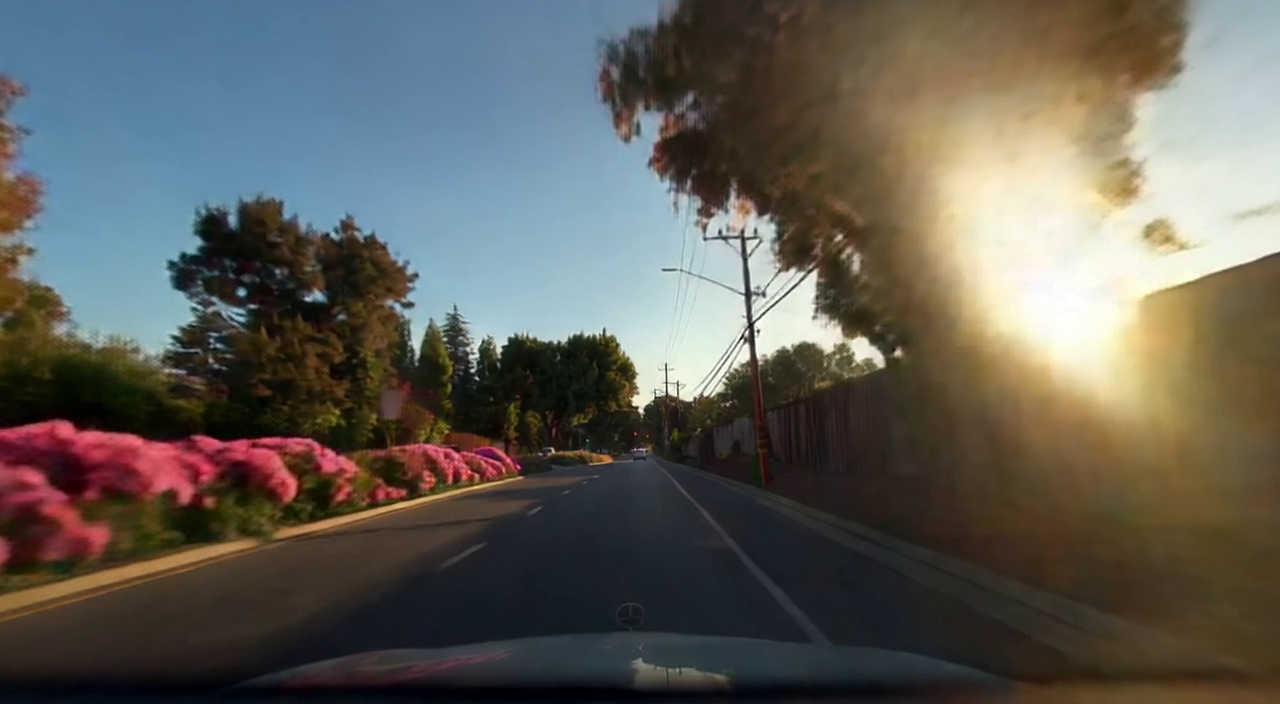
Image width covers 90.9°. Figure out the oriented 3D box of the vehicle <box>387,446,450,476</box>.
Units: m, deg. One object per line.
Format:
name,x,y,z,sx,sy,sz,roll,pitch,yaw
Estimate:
vehicle,-15.560,7.669,44.612,2.269,1.943,5.876,0,-8,0
